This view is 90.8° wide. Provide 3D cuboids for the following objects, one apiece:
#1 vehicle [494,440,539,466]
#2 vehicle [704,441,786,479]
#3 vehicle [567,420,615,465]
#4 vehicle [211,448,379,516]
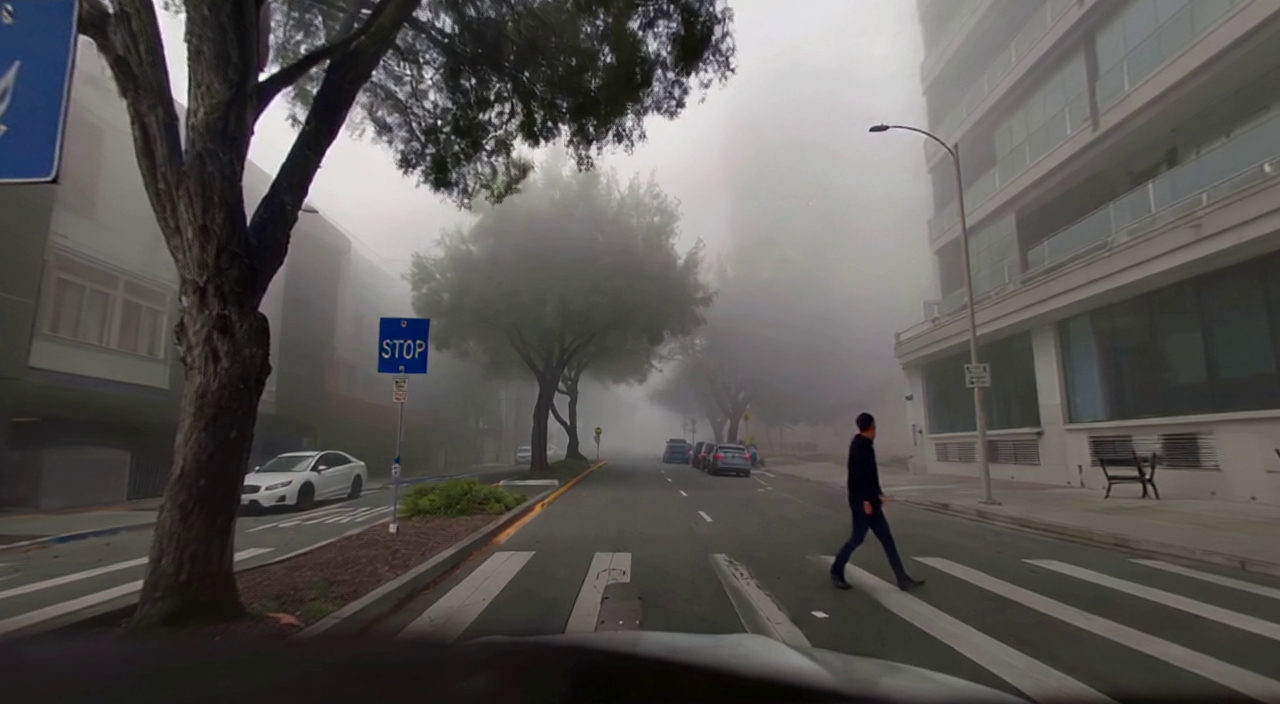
[{"bbox_3d":[-8.866,7.275,45.708,2.256,1.802,4.333,0,-8,2],"label":"vehicle"},{"bbox_3d":[4.585,4.581,27.096,1.858,1.491,4.329,-5,-10,33],"label":"vehicle"},{"bbox_3d":[-2.997,5.778,40.222,2.317,2.596,6.053,0,-8,3],"label":"vehicle"},{"bbox_3d":[-8.797,3.310,16.635,2.007,1.503,4.343,0,-8,-1],"label":"vehicle"}]
